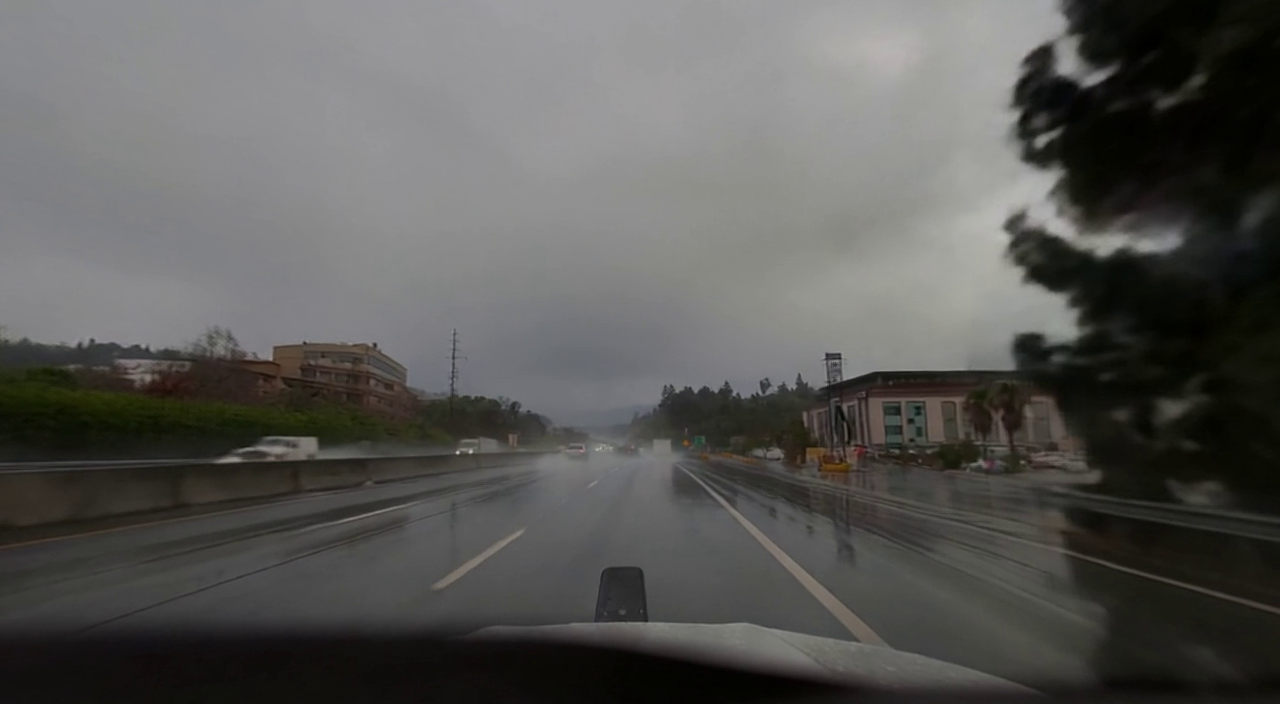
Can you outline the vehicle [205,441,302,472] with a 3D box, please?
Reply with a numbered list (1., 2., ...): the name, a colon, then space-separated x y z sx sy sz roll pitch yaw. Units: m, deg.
1. vehicle: -26.651 7.228 43.683 2.367 1.964 6.623 0 -9 2
